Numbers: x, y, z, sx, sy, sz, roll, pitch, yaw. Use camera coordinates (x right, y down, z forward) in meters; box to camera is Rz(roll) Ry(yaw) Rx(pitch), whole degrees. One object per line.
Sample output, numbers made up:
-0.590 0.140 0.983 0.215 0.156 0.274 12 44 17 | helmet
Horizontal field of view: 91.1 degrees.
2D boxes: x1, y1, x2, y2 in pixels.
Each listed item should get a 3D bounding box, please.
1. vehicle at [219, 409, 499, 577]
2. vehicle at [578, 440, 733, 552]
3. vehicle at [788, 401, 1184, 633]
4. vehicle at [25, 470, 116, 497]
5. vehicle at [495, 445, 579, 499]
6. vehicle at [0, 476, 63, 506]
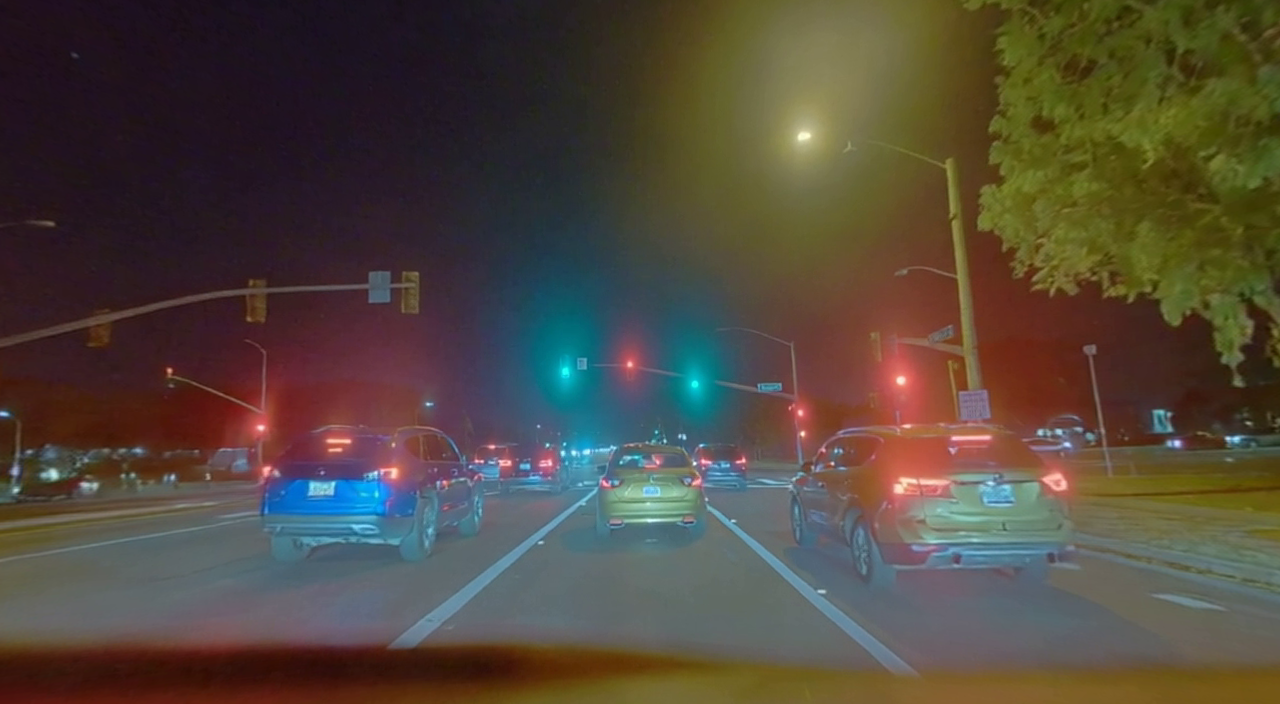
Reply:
-3.479 1.812 8.872 1.889 1.767 4.289 0 -8 1 | vehicle
0.161 2.192 10.325 2.051 1.460 3.932 0 -8 -1 | vehicle
3.153 1.579 7.073 1.880 1.747 4.500 0 -8 0 | vehicle
-39.679 9.146 43.780 4.659 1.763 1.857 -1 -8 6 | vehicle
-3.120 3.704 19.854 1.868 1.516 4.114 0 -8 1 | vehicle
-34.678 7.548 34.280 4.401 1.464 1.980 0 -8 2 | vehicle
